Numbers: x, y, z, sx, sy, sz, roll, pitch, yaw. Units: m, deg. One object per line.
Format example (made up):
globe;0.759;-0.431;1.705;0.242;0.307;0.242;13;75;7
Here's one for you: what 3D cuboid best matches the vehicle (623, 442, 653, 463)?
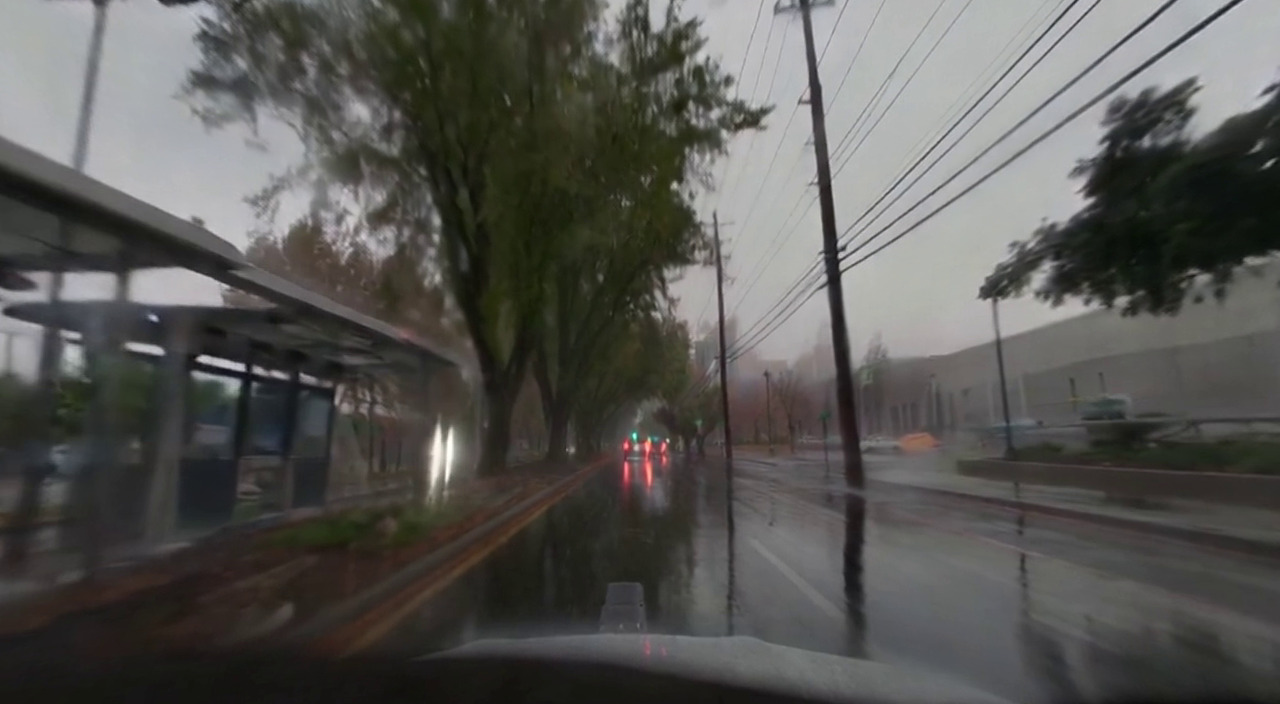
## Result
vehicle;-0.192;7.519;47.459;2.109;1.501;4.042;0;-8;-1
